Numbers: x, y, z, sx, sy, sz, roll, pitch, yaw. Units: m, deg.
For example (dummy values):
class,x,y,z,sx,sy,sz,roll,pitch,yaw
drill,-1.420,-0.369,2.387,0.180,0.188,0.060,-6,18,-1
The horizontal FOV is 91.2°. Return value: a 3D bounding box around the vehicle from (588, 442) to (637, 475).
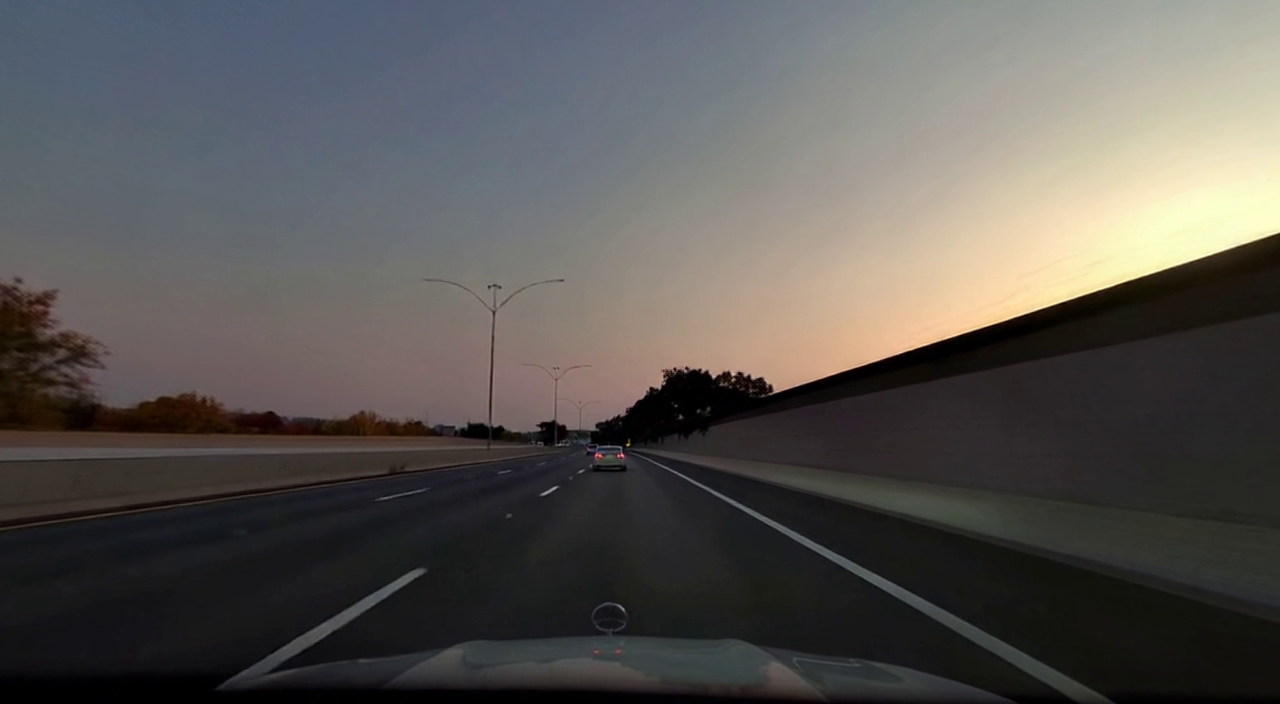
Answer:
class,x,y,z,sx,sy,sz,roll,pitch,yaw
vehicle,-1.284,5.242,31.025,2.055,1.509,4.255,-1,-9,2
